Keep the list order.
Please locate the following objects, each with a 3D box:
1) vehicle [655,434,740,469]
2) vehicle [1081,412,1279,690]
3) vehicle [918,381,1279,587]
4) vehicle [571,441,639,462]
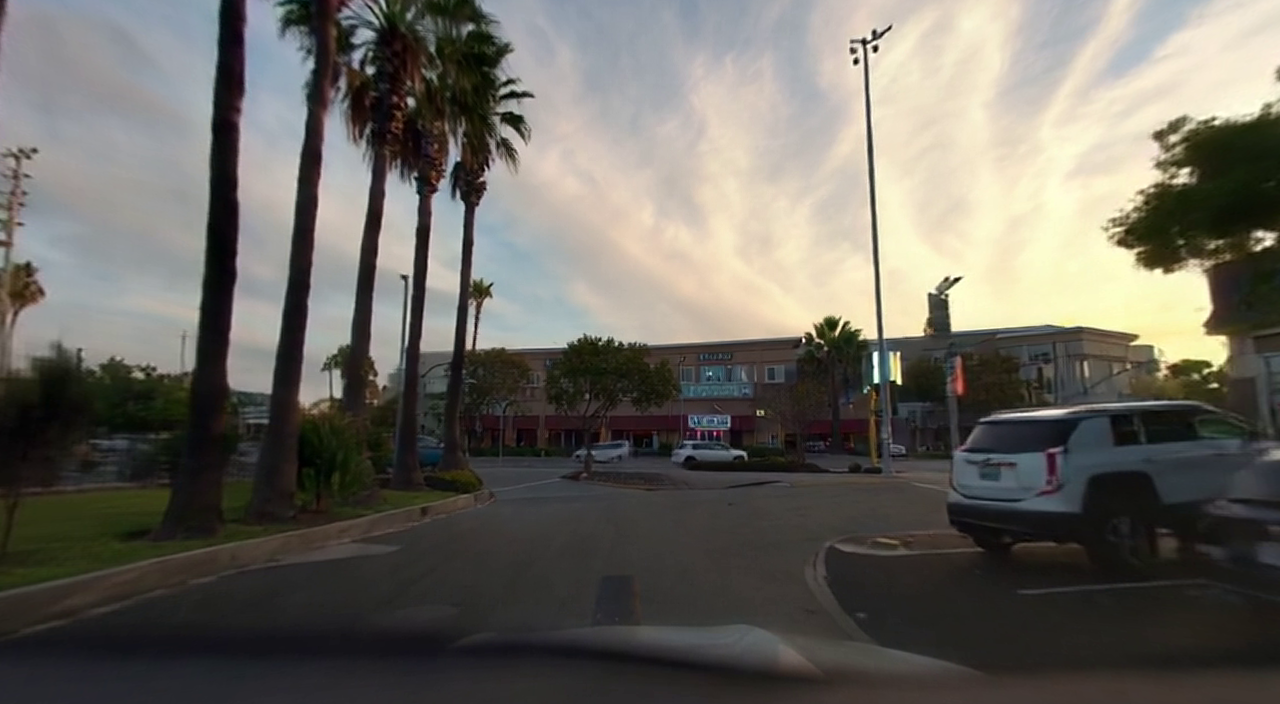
[{"bbox_3d":[2.954,5.238,33.209,4.211,1.756,2.158,0,-9,-2],"label":"vehicle"},{"bbox_3d":[5.824,1.128,3.992,4.742,1.506,1.919,0,-7,-5],"label":"vehicle"},{"bbox_3d":[5.883,1.368,6.990,4.656,1.886,1.915,0,-9,-3],"label":"vehicle"},{"bbox_3d":[-2.491,7.278,46.125,4.850,1.472,1.777,0,-9,-1],"label":"vehicle"}]
